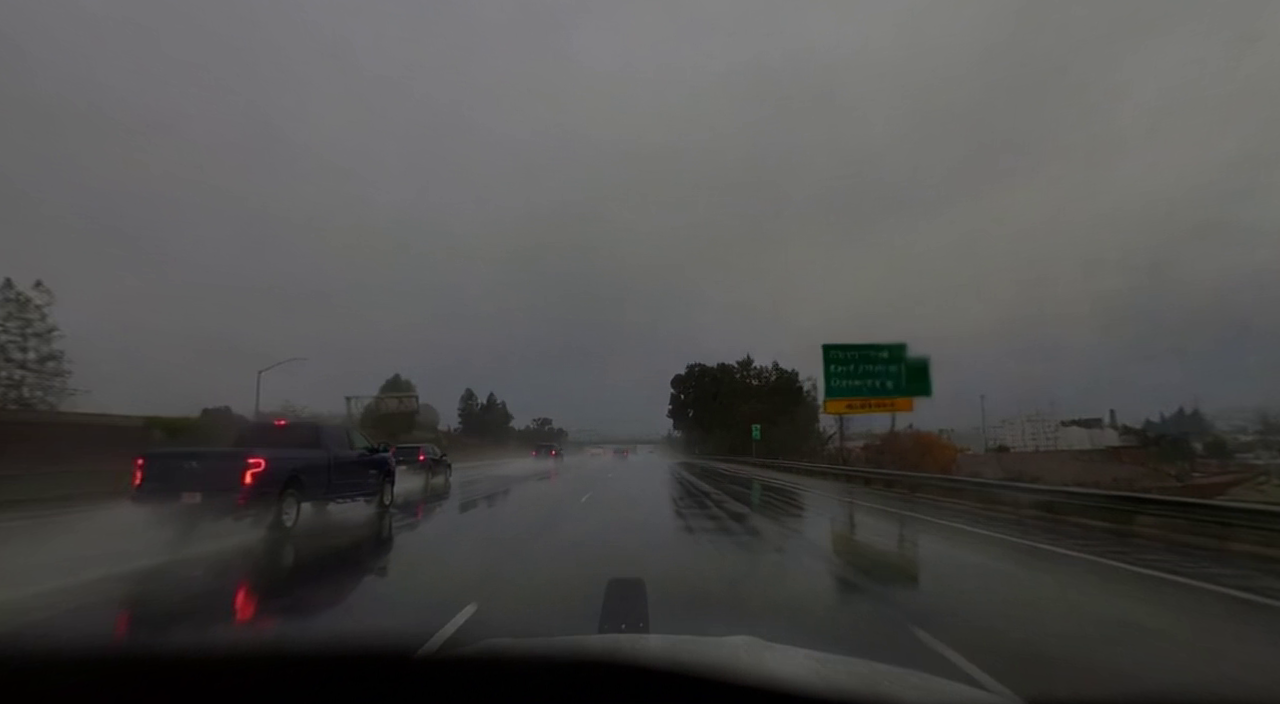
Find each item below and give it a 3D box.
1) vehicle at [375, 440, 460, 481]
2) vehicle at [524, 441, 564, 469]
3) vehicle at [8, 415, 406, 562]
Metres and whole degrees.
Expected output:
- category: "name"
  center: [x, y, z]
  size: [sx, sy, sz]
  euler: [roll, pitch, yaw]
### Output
- category: "vehicle"
  center: [-9.796, 4.800, 28.197]
  size: [2.060, 1.662, 4.469]
  euler: [0, -8, 1]
- category: "vehicle"
  center: [-6.266, 6.758, 41.555]
  size: [2.009, 1.735, 4.358]
  euler: [0, -8, -1]
- category: "vehicle"
  center: [-6.430, 2.112, 10.847]
  size: [2.403, 1.773, 6.276]
  euler: [0, -8, 0]
